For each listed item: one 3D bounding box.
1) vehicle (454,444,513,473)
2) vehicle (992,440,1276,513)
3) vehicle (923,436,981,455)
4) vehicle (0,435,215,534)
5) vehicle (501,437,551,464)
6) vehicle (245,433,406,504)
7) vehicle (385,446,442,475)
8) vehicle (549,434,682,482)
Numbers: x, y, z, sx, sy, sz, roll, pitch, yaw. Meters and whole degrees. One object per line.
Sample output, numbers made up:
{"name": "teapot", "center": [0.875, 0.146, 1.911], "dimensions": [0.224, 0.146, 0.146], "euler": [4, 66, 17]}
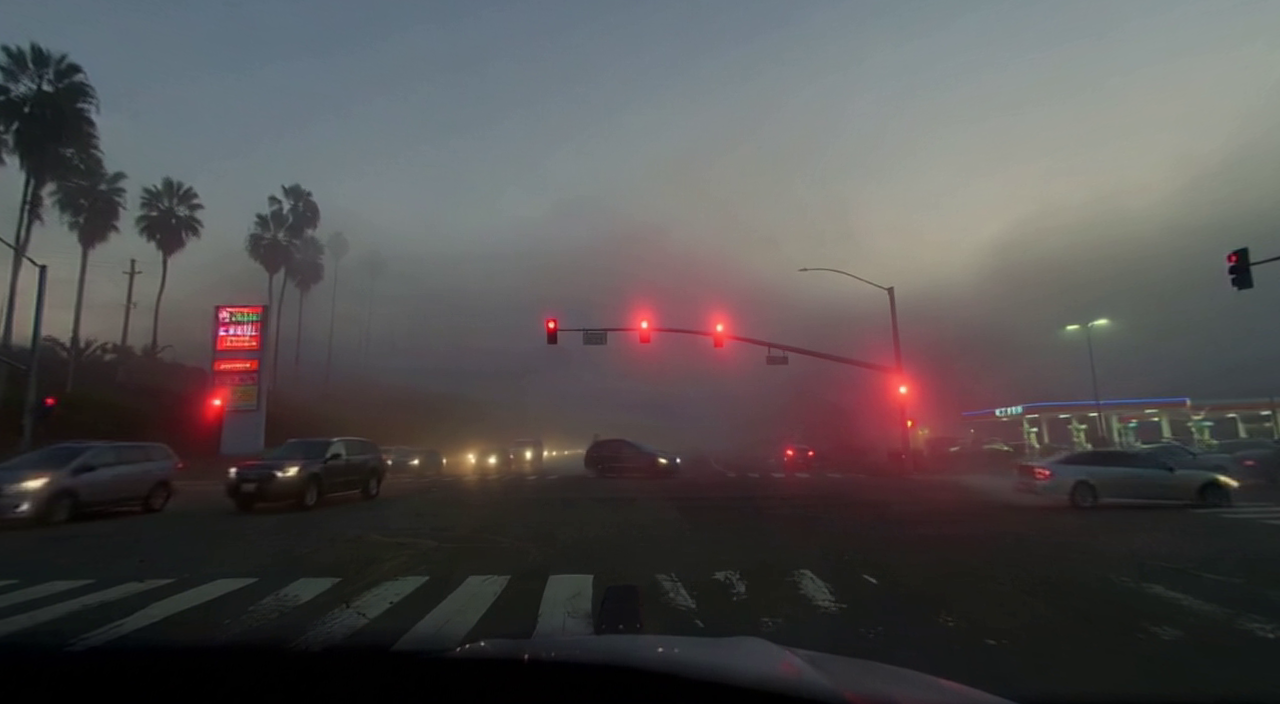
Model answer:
{"name": "vehicle", "center": [-8.733, 5.981, 35.686], "dimensions": [2.034, 1.510, 4.647], "euler": [0, -9, 1]}
{"name": "vehicle", "center": [10.833, 2.743, 14.236], "dimensions": [4.579, 1.464, 1.983], "euler": [-1, -9, 6]}
{"name": "vehicle", "center": [22.542, 6.765, 45.661], "dimensions": [3.356, 1.395, 1.559], "euler": [0, -9, -1]}
{"name": "vehicle", "center": [-11.802, 2.694, 13.533], "dimensions": [1.973, 1.712, 4.872], "euler": [0, -9, 0]}
{"name": "vehicle", "center": [-8.641, 7.569, 48.581], "dimensions": [2.609, 1.865, 5.875], "euler": [0, -9, 1]}
{"name": "vehicle", "center": [-8.440, 3.151, 17.557], "dimensions": [2.124, 1.701, 4.551], "euler": [0, -9, 0]}
{"name": "vehicle", "center": [-11.944, 5.734, 33.530], "dimensions": [1.633, 1.460, 3.540], "euler": [0, -9, 0]}
{"name": "vehicle", "center": [-1.005, 4.095, 24.657], "dimensions": [4.892, 1.719, 1.929], "euler": [-5, -10, 31]}
